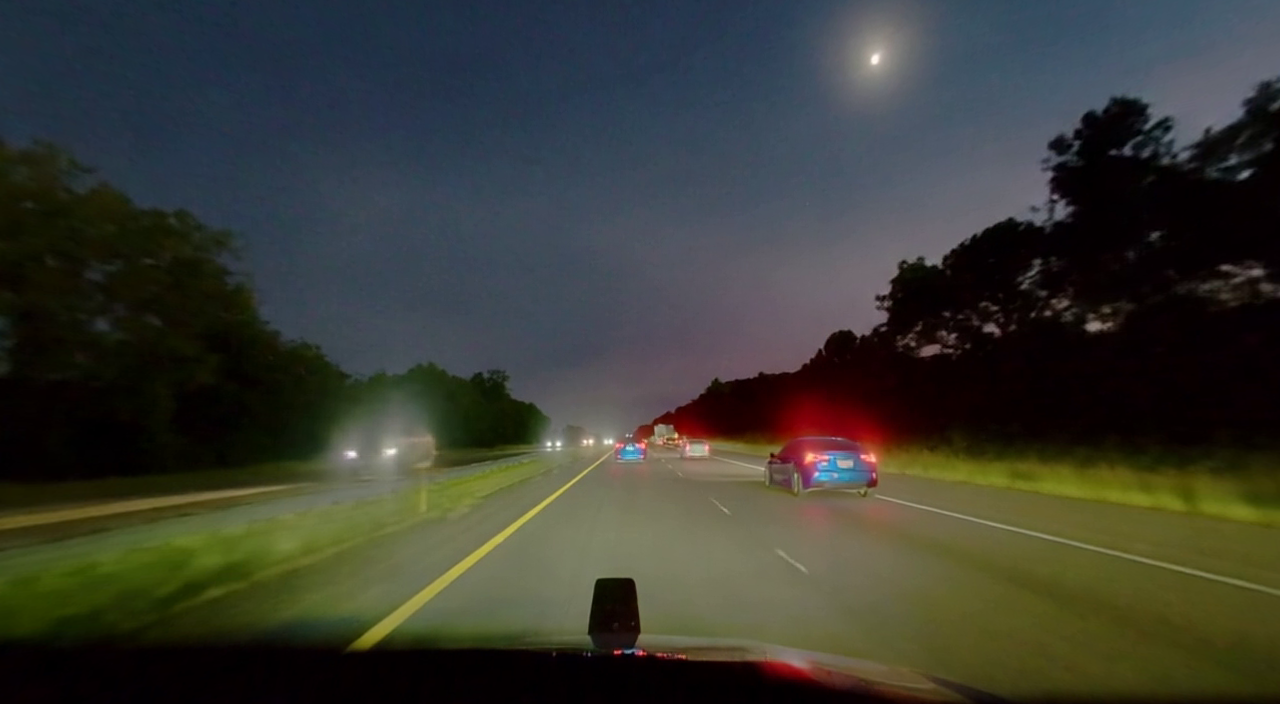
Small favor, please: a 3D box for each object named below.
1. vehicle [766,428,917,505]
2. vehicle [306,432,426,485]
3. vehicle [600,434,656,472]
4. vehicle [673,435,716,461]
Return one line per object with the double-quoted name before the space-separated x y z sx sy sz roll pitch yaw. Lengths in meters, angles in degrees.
"vehicle" 4.448 2.566 14.738 2.066 1.526 4.216 0 -8 -1
"vehicle" -9.020 3.503 21.269 2.076 1.592 4.477 0 -8 -1
"vehicle" -0.511 4.131 26.091 2.143 1.466 3.693 0 -8 -1
"vehicle" 3.194 5.719 37.827 2.004 1.469 4.472 0 -8 -2
